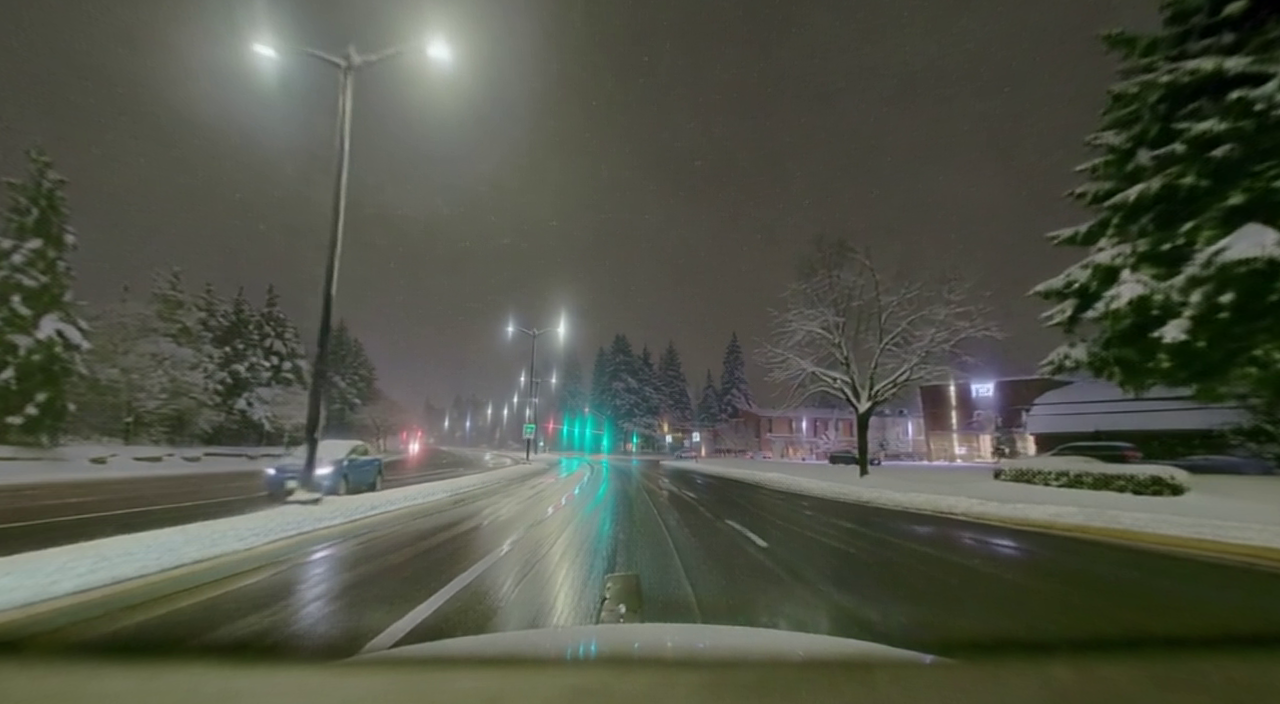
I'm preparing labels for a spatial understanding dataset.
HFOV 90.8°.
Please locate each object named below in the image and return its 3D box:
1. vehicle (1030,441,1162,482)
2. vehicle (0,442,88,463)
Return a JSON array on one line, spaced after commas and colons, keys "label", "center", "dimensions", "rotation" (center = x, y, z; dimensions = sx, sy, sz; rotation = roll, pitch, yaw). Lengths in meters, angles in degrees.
[{"label": "vehicle", "center": [31.771, 7.608, 44.412], "dimensions": [2.649, 2.623, 6.928], "rotation": [6, -10, -26]}, {"label": "vehicle", "center": [-38.627, 6.484, 40.695], "dimensions": [4.162, 1.246, 1.739], "rotation": [3, -9, -23]}]
